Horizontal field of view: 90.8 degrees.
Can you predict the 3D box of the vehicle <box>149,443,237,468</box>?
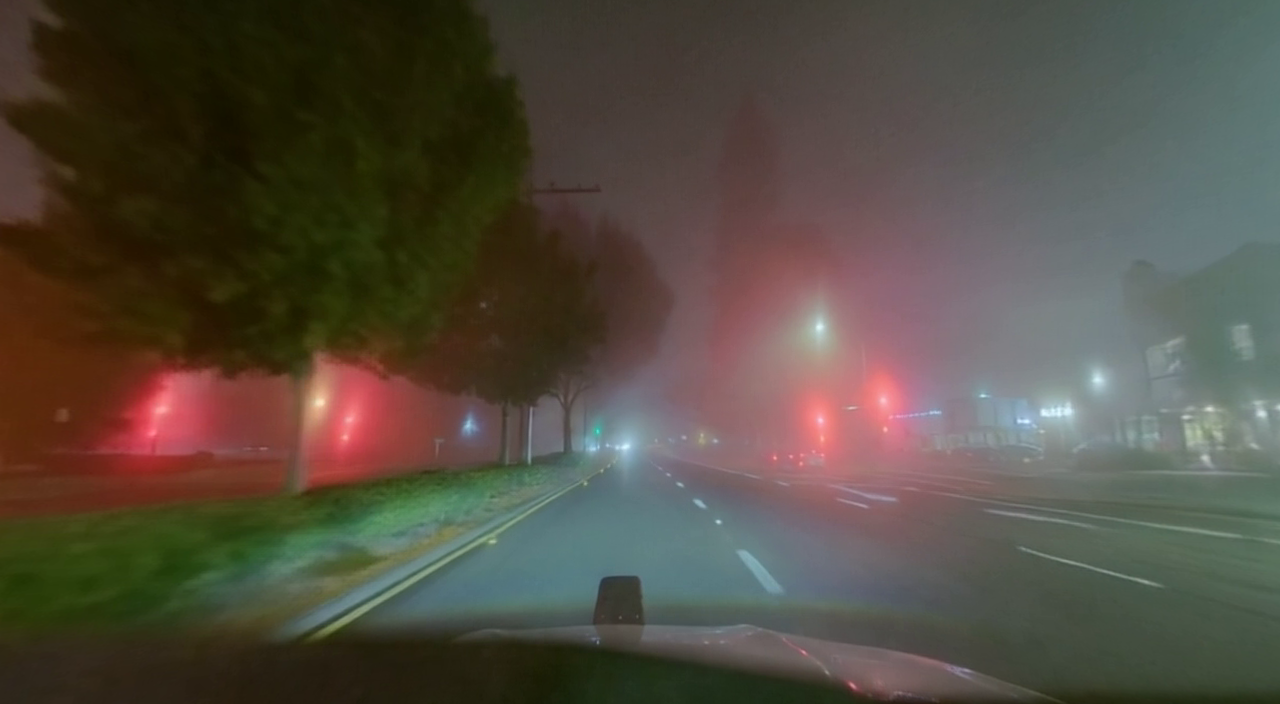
[{"bbox_3d":[-28.171,6.522,39.898,4.140,1.446,1.888,0,-8,-1],"label":"vehicle"}]
